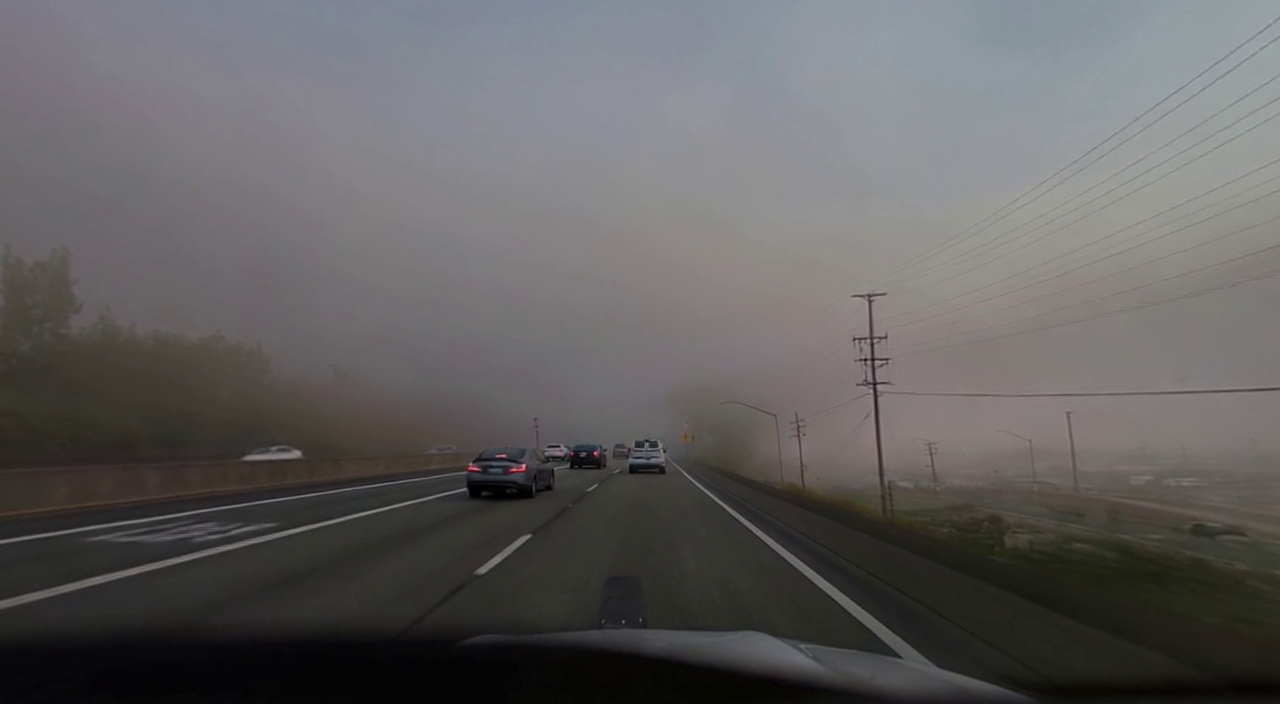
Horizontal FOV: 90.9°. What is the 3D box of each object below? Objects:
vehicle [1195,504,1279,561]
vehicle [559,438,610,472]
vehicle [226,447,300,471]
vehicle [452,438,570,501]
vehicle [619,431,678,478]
[{"bbox_3d":[30.813,8.887,31.287,2.164,2.048,5.656,-2,-8,11],"label":"vehicle"},{"bbox_3d":[-2.909,5.542,34.165,2.051,1.695,4.731,-1,-9,3],"label":"vehicle"},{"bbox_3d":[-23.938,6.771,40.232,1.794,1.440,4.532,0,-9,2],"label":"vehicle"},{"bbox_3d":[-3.248,3.073,16.947,2.092,1.464,4.466,0,-9,2],"label":"vehicle"},{"bbox_3d":[0.373,4.347,26.976,2.319,1.813,4.274,0,-9,1],"label":"vehicle"}]
